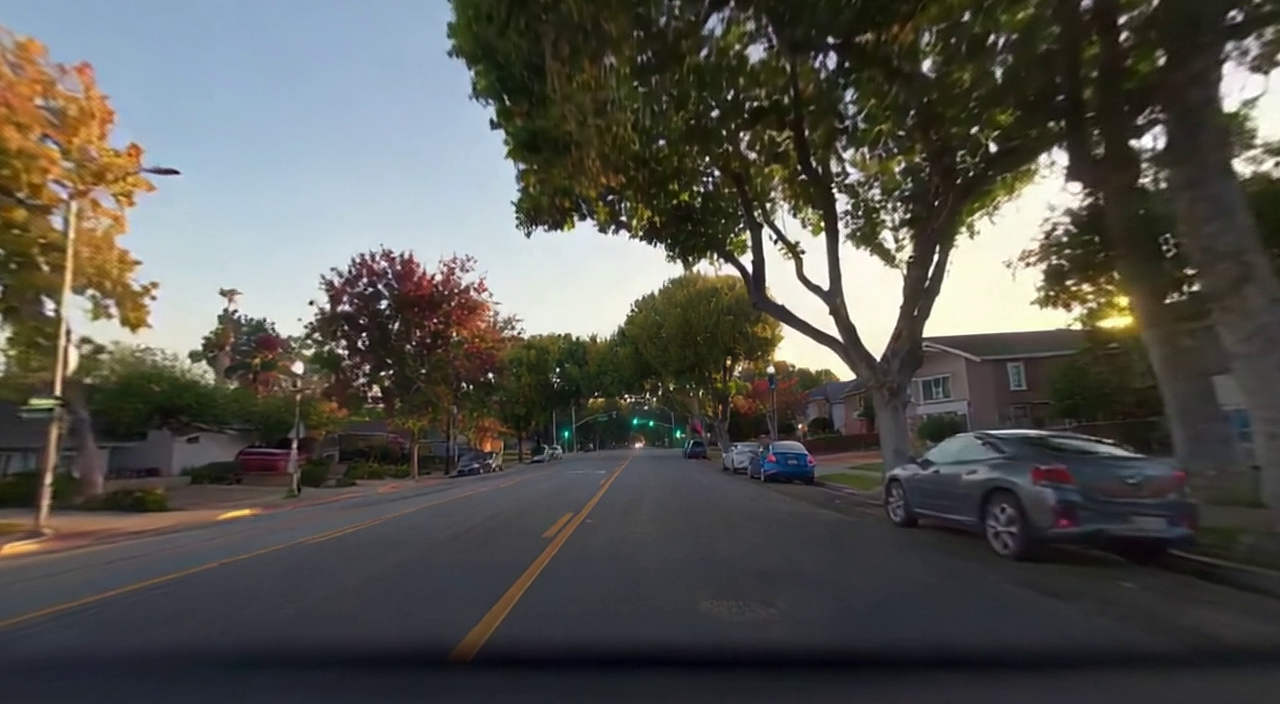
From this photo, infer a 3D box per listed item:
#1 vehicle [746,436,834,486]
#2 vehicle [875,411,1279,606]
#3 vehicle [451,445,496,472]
[{"bbox_3d":[4.993,3.675,21.675,1.924,1.516,4.163,0,-8,-1],"label":"vehicle"},{"bbox_3d":[4.657,1.599,7.485,1.934,1.573,4.547,0,-8,-1],"label":"vehicle"},{"bbox_3d":[-10.816,6.940,41.286,1.845,1.626,4.105,0,-8,-1],"label":"vehicle"}]
